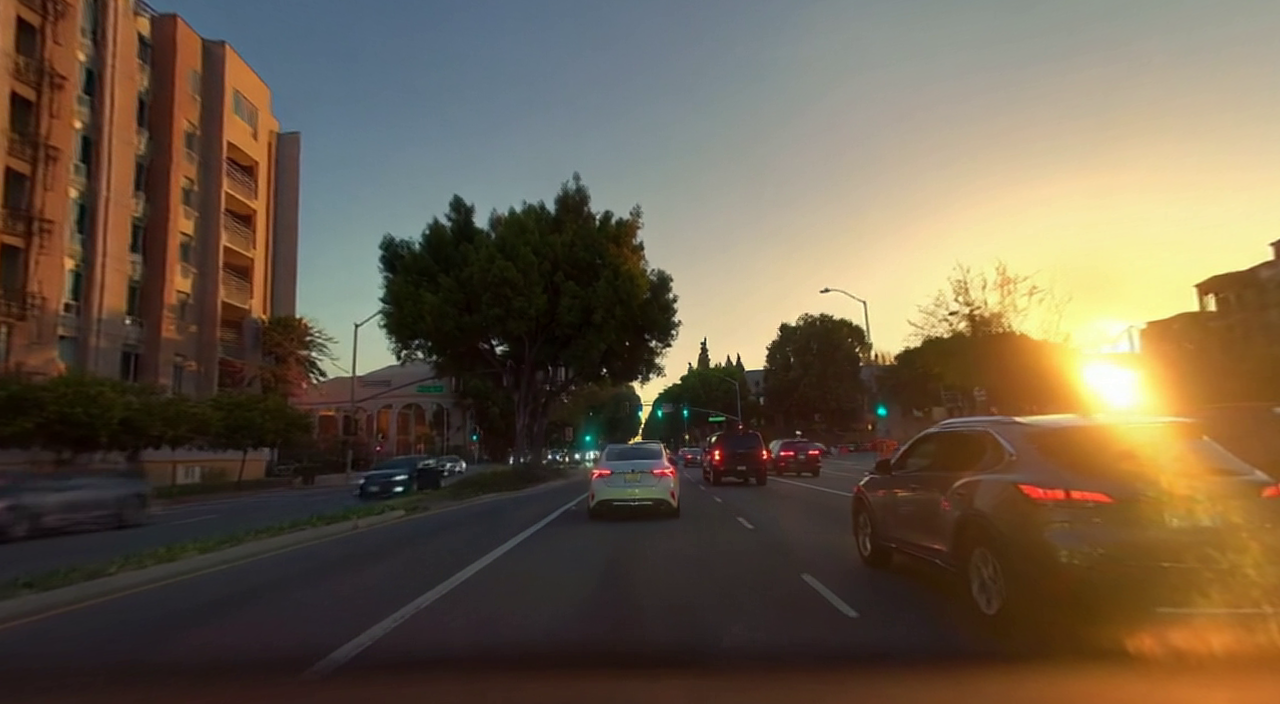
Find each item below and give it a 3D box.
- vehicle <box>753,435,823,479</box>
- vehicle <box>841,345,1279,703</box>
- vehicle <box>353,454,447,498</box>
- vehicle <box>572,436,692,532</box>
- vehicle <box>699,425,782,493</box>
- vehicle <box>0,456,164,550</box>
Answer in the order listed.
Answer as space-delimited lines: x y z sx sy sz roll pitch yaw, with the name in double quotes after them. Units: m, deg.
7.994 5.735 34.584 2.627 2.252 5.236 0 -8 1 "vehicle"
3.431 1.256 5.410 1.982 1.960 4.427 0 -8 1 "vehicle"
-9.287 4.804 24.748 1.933 1.469 4.516 0 -8 0 "vehicle"
-0.104 2.635 13.141 2.111 1.676 4.018 0 -8 1 "vehicle"
3.977 4.348 25.994 2.516 2.481 5.766 0 -8 1 "vehicle"
-12.631 3.008 12.972 1.944 1.638 4.496 0 -8 1 "vehicle"
